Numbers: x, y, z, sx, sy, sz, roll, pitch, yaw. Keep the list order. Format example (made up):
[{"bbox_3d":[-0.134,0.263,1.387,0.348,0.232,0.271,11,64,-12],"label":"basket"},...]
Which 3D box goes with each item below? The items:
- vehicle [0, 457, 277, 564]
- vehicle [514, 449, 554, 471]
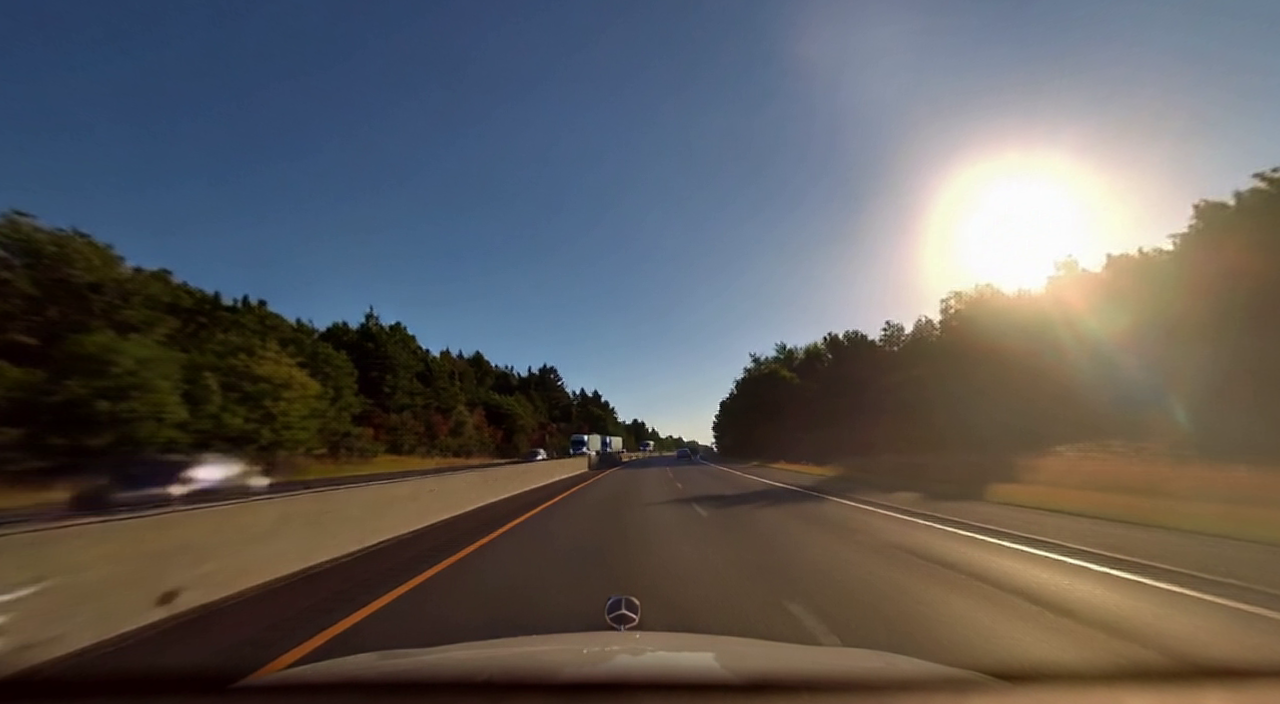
[{"bbox_3d":[-8.951,2.693,11.522,1.883,1.465,4.631,0,-9,0],"label":"vehicle"},{"bbox_3d":[-8.004,8.186,48.034,2.069,1.606,4.753,-1,-9,2],"label":"vehicle"}]
